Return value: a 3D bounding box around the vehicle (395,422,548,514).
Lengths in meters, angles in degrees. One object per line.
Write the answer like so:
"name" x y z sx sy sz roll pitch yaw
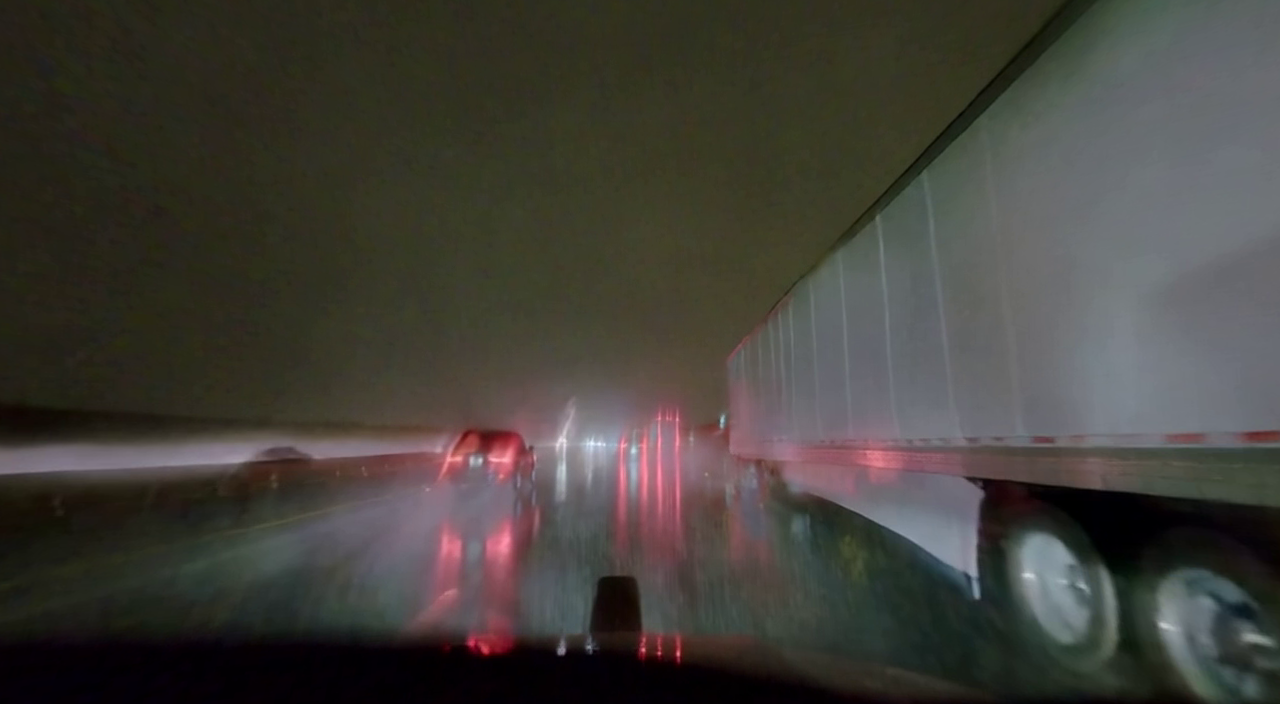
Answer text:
"vehicle" -3.617 2.581 14.571 2.326 1.761 4.450 0 -8 0

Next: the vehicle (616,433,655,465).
"vehicle" -0.355 6.487 42.231 2.456 2.007 4.728 0 -8 -2

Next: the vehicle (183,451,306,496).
"vehicle" -15.287 4.678 24.700 1.933 1.496 4.597 0 -8 -1
